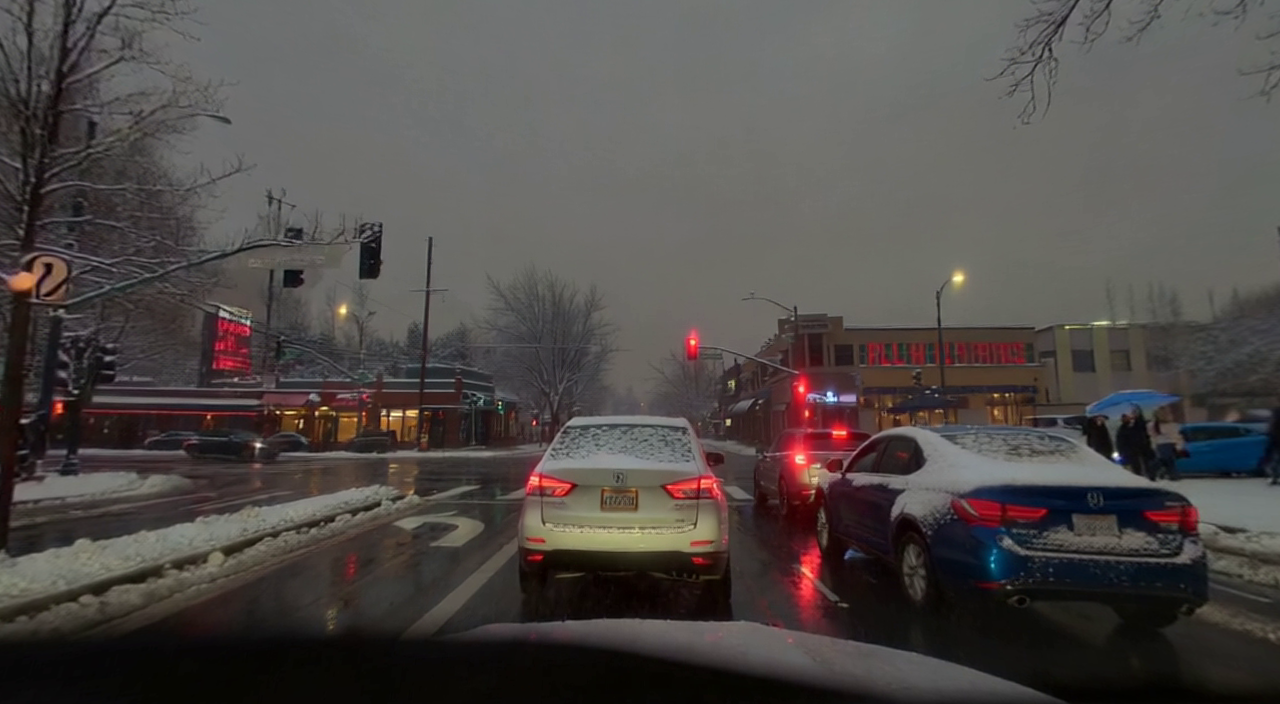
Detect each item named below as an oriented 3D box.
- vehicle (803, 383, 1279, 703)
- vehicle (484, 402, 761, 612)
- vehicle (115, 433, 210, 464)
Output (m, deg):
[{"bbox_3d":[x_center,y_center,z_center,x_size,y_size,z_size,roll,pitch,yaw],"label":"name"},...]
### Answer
[{"bbox_3d":[3.037,1.305,5.449,1.983,1.654,4.354,0,-8,-1],"label":"vehicle"},{"bbox_3d":[-0.127,1.539,7.273,2.123,1.589,4.702,0,-8,0],"label":"vehicle"},{"bbox_3d":[-25.797,5.228,34.175,4.253,1.570,2.132,-4,-9,23],"label":"vehicle"}]
